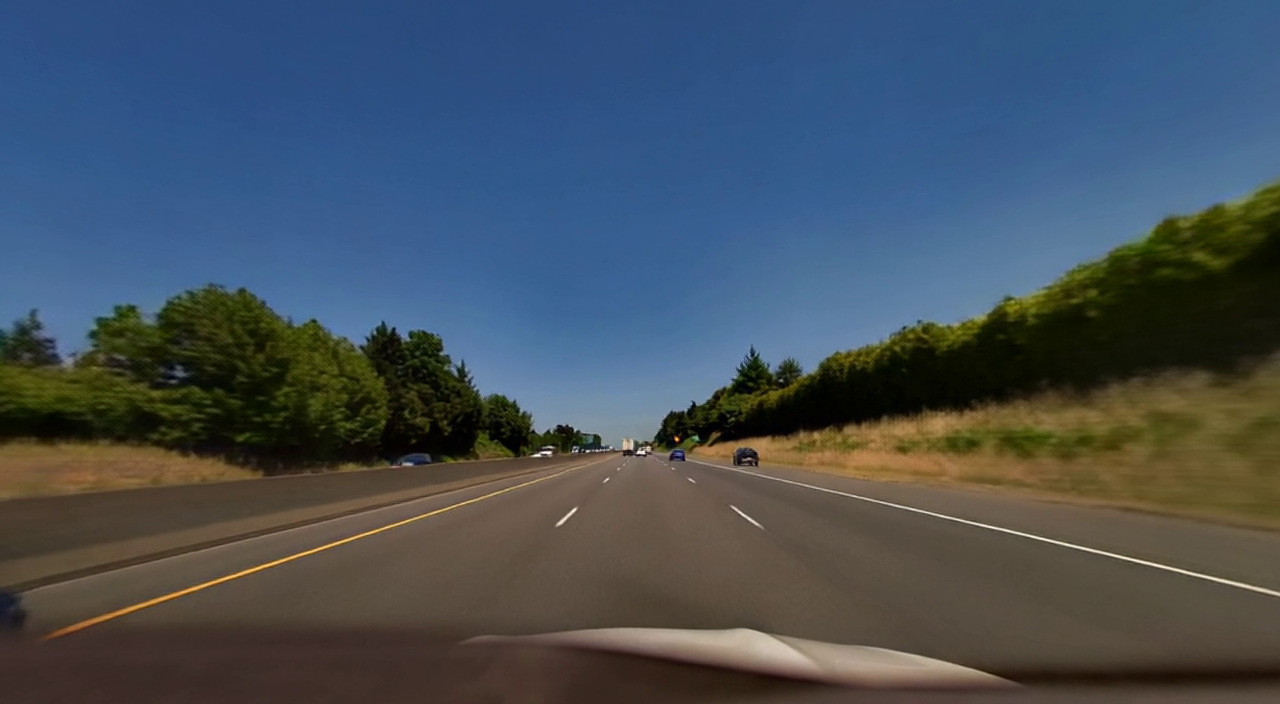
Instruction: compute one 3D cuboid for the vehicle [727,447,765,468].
[{"bbox_3d":[7.795,7.798,46.662,1.943,1.493,4.507,0,-9,-1],"label":"vehicle"}]
